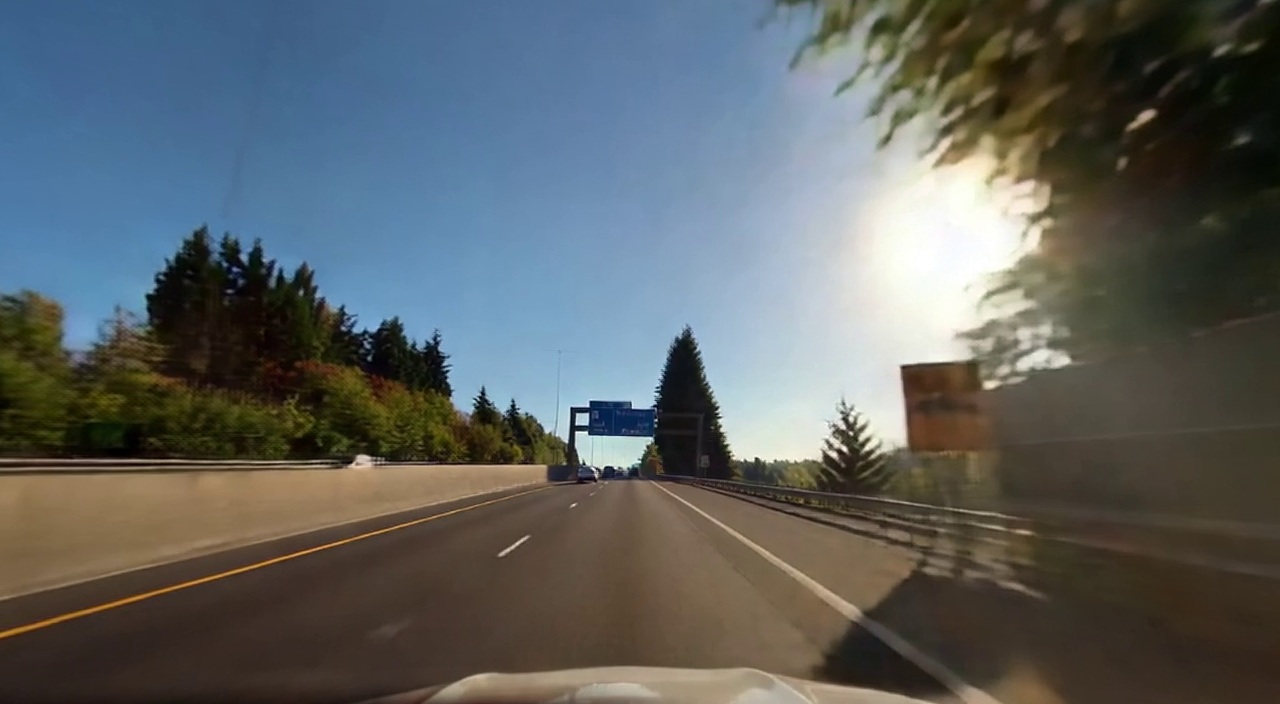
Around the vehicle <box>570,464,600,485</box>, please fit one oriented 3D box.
[{"bbox_3d":[-4.154,9.332,48.144,2.006,1.469,4.050,1,-10,-1],"label":"vehicle"}]
